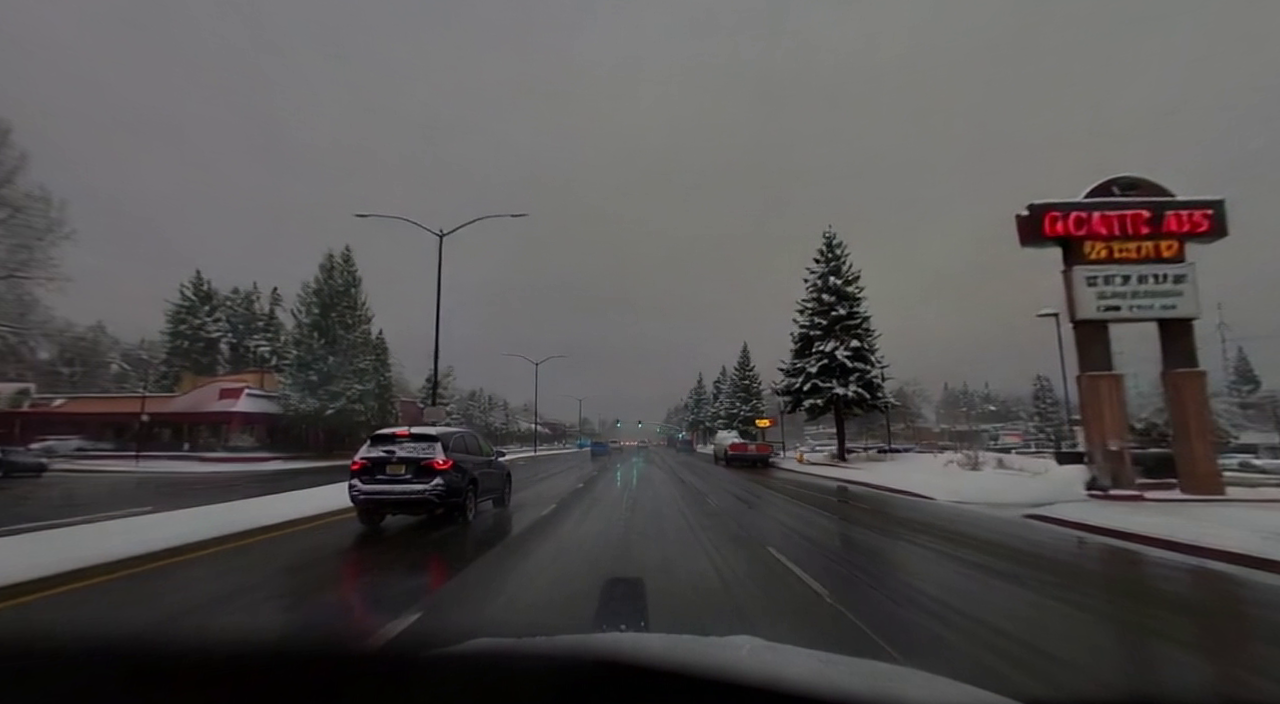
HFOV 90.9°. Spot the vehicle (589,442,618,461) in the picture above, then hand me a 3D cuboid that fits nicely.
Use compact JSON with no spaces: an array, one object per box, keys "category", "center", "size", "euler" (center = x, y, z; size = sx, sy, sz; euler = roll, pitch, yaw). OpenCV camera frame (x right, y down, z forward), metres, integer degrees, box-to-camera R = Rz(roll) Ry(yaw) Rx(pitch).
[{"category":"vehicle","center":[-2.833,7.881,49.987],"size":[2.005,1.446,4.265],"euler":[0,-8,1]}]

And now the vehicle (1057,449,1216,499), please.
[{"category":"vehicle","center":[16.393,4.005,20.950],"size":[1.703,1.446,3.822],"euler":[6,-11,-44]}]

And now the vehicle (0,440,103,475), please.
[{"category":"vehicle","center":[-35.386,6.143,37.132],"size":[2.131,1.878,5.681],"euler":[-1,-8,4]}]

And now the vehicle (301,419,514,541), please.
[{"category":"vehicle","center":[-3.541,2.021,10.525],"size":[1.983,1.635,3.957],"euler":[0,-8,1]}]
